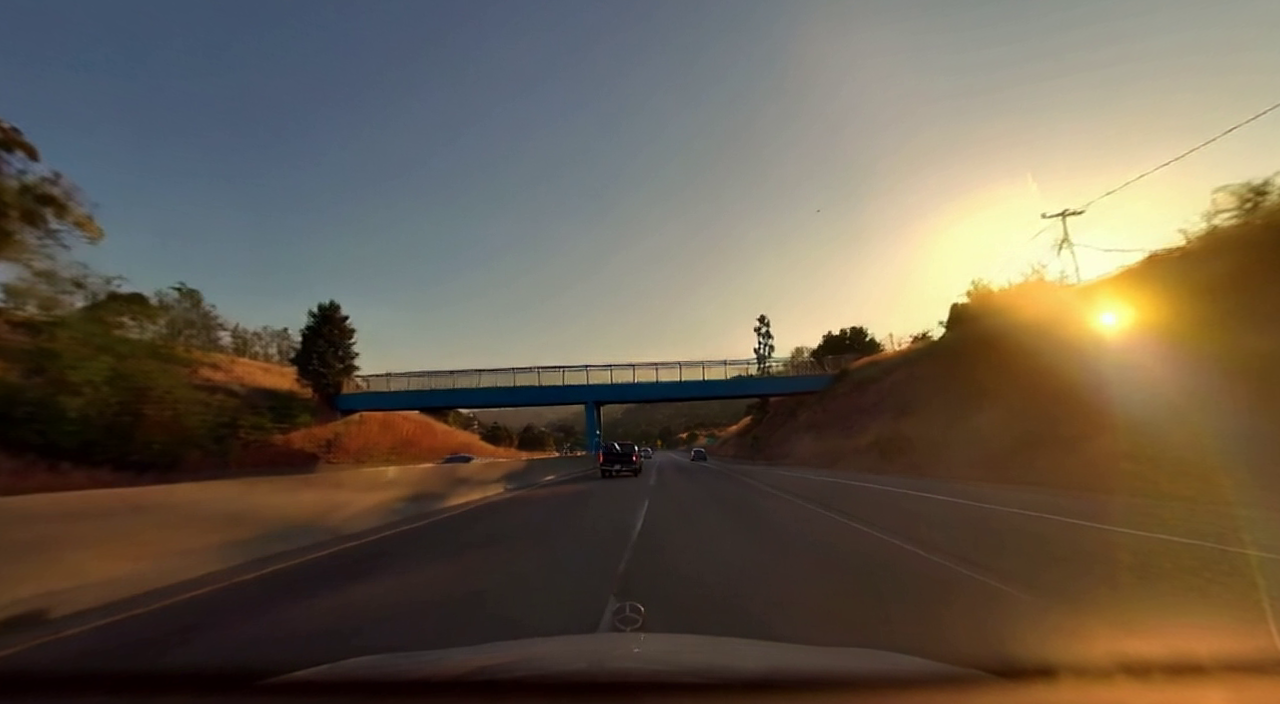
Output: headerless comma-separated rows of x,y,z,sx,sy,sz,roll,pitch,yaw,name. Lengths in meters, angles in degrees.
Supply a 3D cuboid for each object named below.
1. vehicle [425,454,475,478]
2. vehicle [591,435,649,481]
-12.965,7.787,43.301,1.892,1.494,4.499,-1,-9,2,vehicle
-0.826,4.941,29.641,2.369,1.948,5.343,-1,-9,2,vehicle
